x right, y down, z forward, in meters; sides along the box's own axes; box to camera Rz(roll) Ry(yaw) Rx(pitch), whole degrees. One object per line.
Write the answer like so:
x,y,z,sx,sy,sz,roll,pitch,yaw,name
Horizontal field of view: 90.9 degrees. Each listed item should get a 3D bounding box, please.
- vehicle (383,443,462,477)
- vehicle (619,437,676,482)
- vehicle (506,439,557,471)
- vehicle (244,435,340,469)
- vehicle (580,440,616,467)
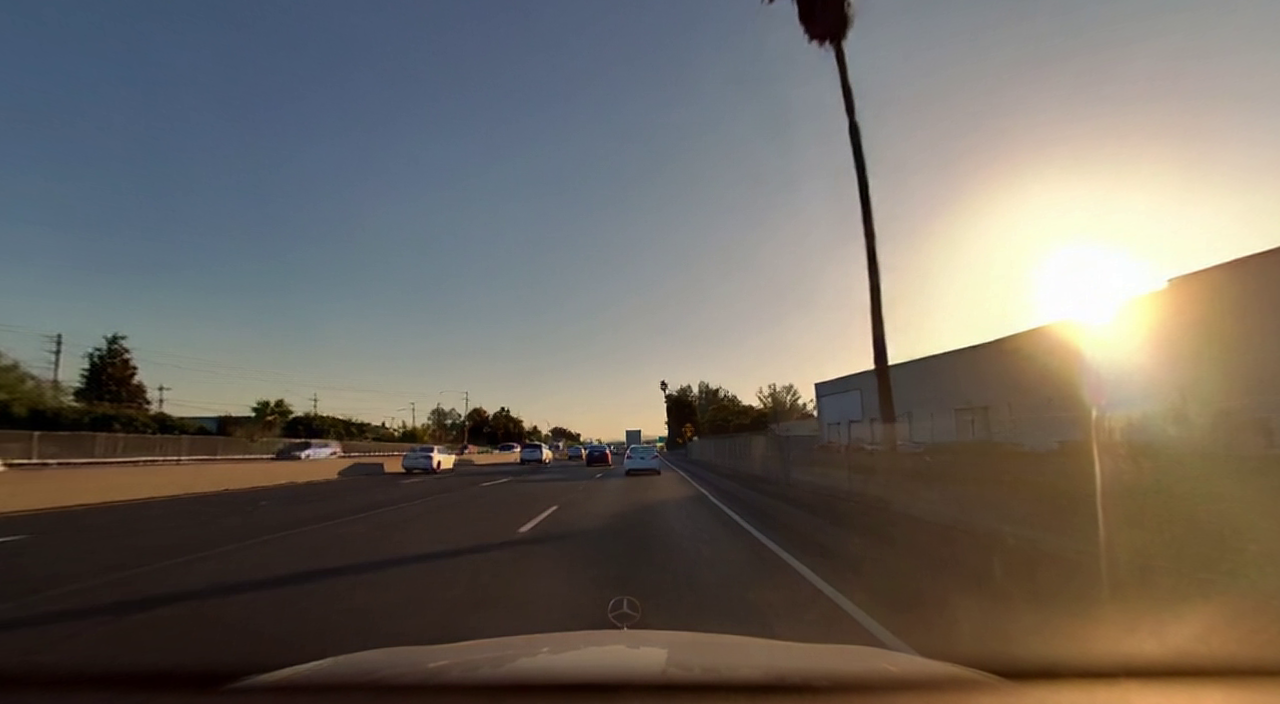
-10.455,5.200,30.758,1.910,1.501,5.004,0,-8,2,vehicle
0.297,4.352,25.948,2.136,1.678,4.052,0,-8,1,vehicle
-6.452,6.142,37.948,2.105,1.790,4.689,0,-8,2,vehicle
-23.772,6.863,43.568,2.684,2.091,6.612,0,-8,2,vehicle
-2.993,7.337,45.697,2.108,1.832,4.549,0,-8,2,vehicle
